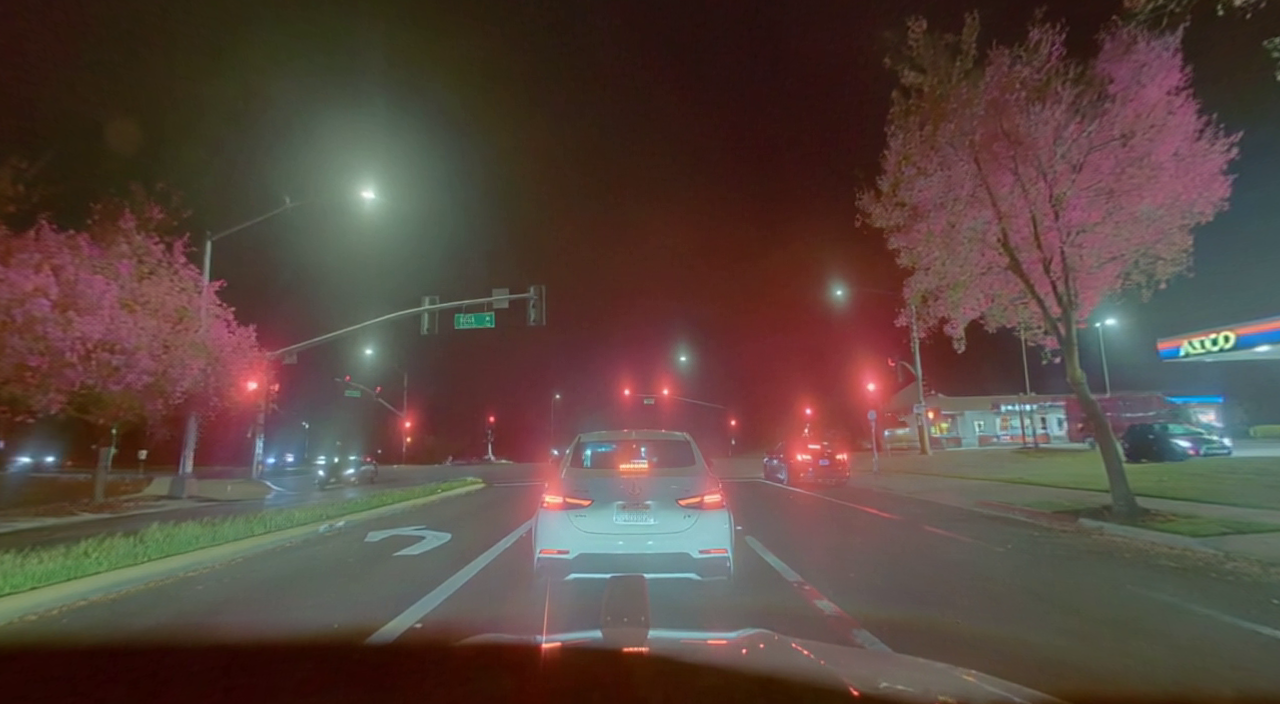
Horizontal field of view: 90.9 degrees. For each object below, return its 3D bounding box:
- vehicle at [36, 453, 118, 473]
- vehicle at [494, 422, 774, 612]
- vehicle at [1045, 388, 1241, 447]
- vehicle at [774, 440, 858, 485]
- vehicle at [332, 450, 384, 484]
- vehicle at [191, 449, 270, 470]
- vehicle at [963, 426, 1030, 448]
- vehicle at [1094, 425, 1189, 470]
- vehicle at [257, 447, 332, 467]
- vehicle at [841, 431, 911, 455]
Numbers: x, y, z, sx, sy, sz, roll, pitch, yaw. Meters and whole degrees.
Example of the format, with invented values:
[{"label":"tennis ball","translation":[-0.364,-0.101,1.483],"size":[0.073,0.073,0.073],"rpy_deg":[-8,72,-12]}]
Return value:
[{"label":"vehicle","translation":[-41.443,8.185,46.437],"size":[4.511,1.407,1.764],"rpy_deg":[-1,-8,4]},{"label":"vehicle","translation":[-0.062,1.605,7.086],"size":[2.213,1.482,4.057],"rpy_deg":[0,-8,0]},{"label":"vehicle","translation":[34.164,4.534,43.093],"size":[10.890,3.868,3.021],"rpy_deg":[0,-8,-3]},{"label":"vehicle","translation":[6.551,4.149,24.028],"size":[1.942,1.511,4.390],"rpy_deg":[0,-8,0]},{"label":"vehicle","translation":[-13.801,5.516,30.693],"size":[1.944,1.465,4.609],"rpy_deg":[4,-9,-27]},{"label":"vehicle","translation":[-29.404,7.746,45.331],"size":[4.466,1.438,1.837],"rpy_deg":[-1,-8,5]},{"label":"vehicle","translation":[27.104,6.512,48.016],"size":[3.968,1.572,1.740],"rpy_deg":[0,-9,4]},{"label":"vehicle","translation":[18.590,3.515,23.280],"size":[4.300,1.495,2.053],"rpy_deg":[8,-12,-43]},{"label":"vehicle","translation":[-26.728,8.110,48.816],"size":[4.806,1.472,1.886],"rpy_deg":[-1,-8,5]},{"label":"vehicle","translation":[18.281,7.048,49.017],"size":[4.656,1.605,1.942],"rpy_deg":[-3,-8,4]}]
